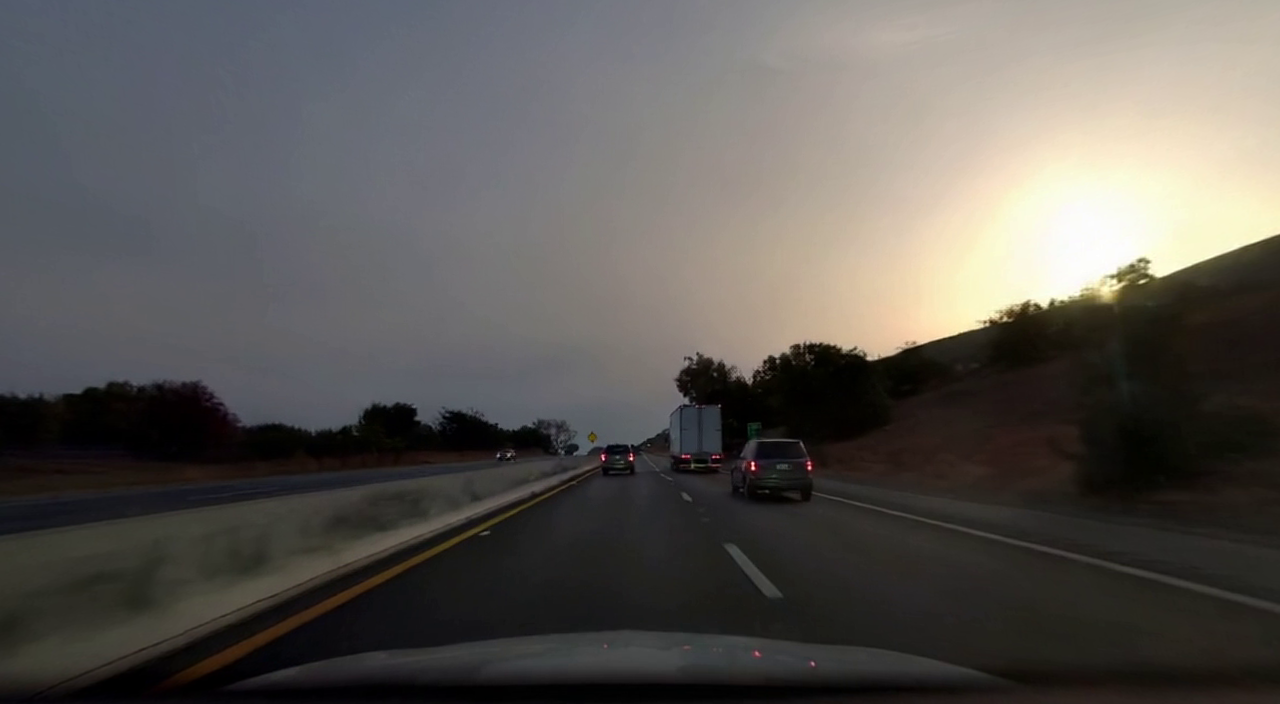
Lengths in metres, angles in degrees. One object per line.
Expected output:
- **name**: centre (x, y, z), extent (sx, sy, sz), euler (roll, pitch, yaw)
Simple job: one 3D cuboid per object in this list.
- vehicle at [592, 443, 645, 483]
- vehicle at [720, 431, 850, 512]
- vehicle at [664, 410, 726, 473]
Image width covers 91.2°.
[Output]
- **vehicle**: centre (-0.915, 4.971, 28.358), extent (2.181, 1.653, 4.691), euler (0, -9, 0)
- **vehicle**: centre (3.385, 2.907, 15.665), extent (2.230, 1.715, 4.243), euler (0, -9, 0)
- **vehicle**: centre (3.559, 6.297, 43.833), extent (3.143, 3.880, 10.117), euler (0, -9, -2)
